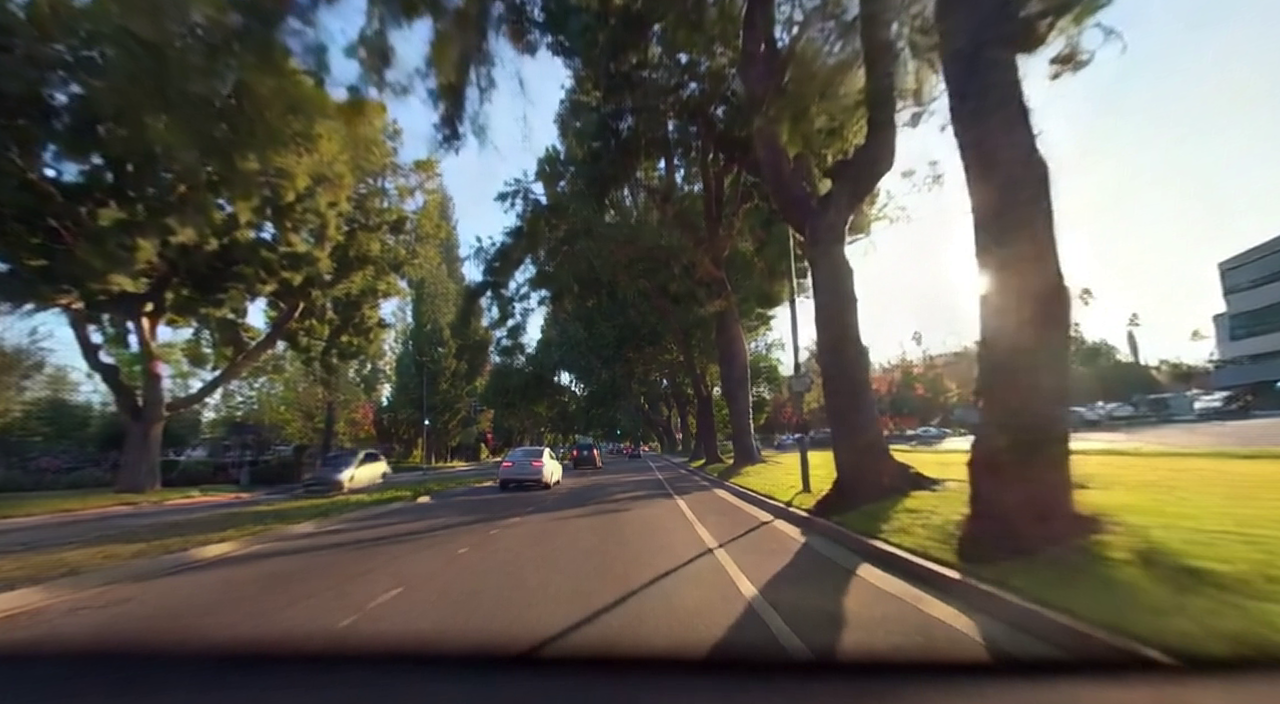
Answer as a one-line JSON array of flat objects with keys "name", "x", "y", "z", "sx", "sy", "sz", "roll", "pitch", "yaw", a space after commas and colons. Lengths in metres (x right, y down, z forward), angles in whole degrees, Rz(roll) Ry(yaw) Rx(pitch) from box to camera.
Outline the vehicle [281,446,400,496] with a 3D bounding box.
[{"name": "vehicle", "x": -11.738, "y": 4.662, "z": 25.314, "sx": 2.109, "sy": 1.729, "sz": 5.492, "roll": 0, "pitch": -9, "yaw": 0}]

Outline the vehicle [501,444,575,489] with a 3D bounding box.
[{"name": "vehicle", "x": -3.597, "y": 4.105, "z": 22.992, "sx": 1.932, "sy": 1.431, "sz": 4.144, "roll": 0, "pitch": -9, "yaw": 1}]
